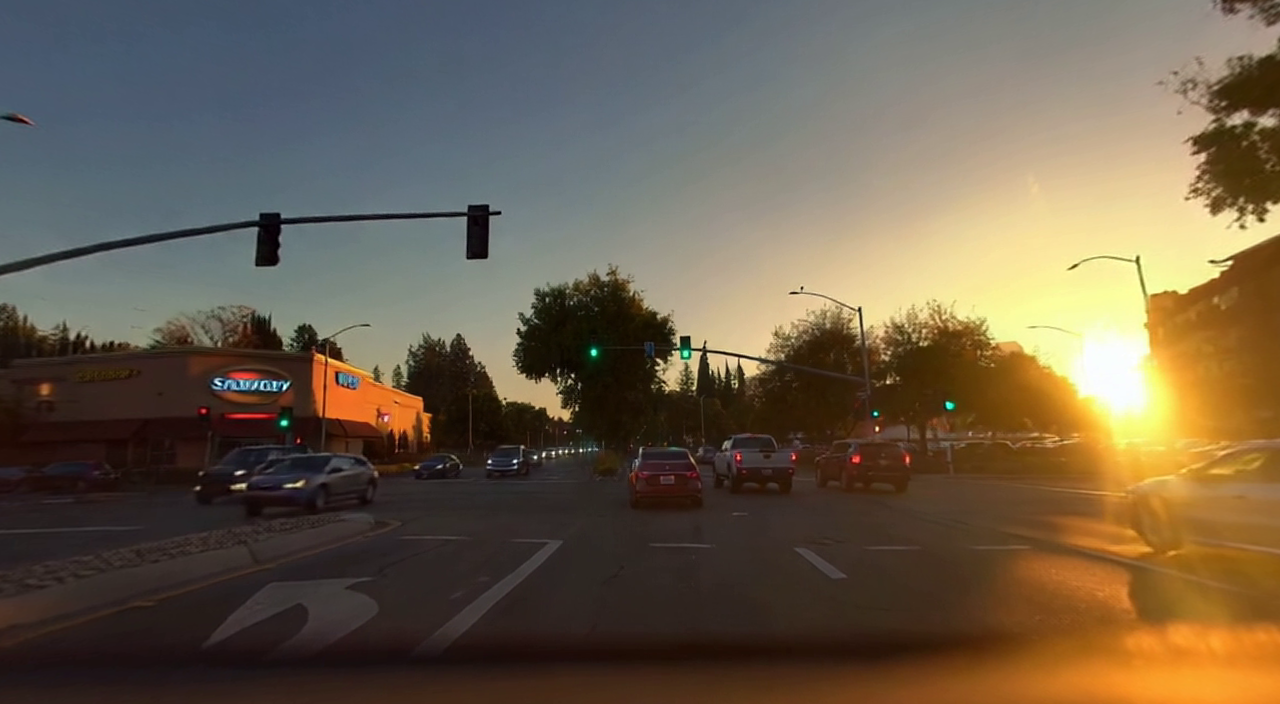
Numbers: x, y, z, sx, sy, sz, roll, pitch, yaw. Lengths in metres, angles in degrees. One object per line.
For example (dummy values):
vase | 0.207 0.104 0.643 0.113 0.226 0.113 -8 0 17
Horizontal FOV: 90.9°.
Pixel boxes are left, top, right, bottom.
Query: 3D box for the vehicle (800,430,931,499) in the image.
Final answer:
vehicle | 7.285 3.684 21.139 2.323 2.009 5.266 0 -8 -1

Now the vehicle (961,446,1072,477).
vehicle | 18.464 5.374 31.060 4.227 1.460 1.777 0 -8 2

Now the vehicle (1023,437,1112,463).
vehicle | 31.436 7.221 46.474 4.885 1.883 2.107 0 -8 2

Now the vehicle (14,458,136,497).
vehicle | -29.059 6.418 32.496 4.789 1.828 2.025 -2 -9 11

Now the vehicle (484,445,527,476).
vehicle | -8.291 6.678 39.213 1.904 1.789 4.021 0 -8 -1

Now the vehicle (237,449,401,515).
vehicle | -8.191 3.310 16.666 2.002 1.469 4.301 0 -8 1

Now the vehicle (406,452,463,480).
vehicle | -12.425 6.891 38.467 1.969 1.486 4.773 0 -8 -1

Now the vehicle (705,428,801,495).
vehicle | 3.859 3.864 22.686 2.358 2.116 5.328 0 -8 -1

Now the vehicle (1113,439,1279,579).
vehicle | 7.878 1.714 6.907 1.905 1.498 4.463 0 -8 0

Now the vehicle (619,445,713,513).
vehicle | 0.525 3.040 15.638 2.038 1.447 3.756 0 -8 -1
